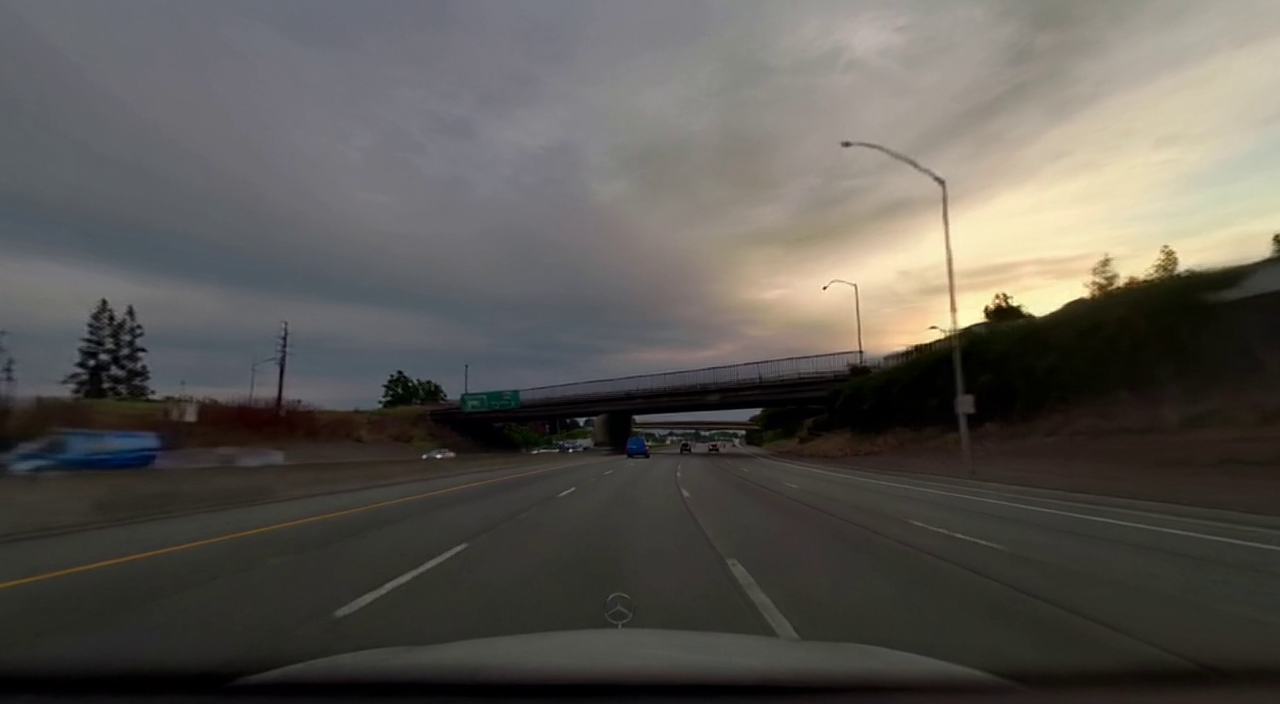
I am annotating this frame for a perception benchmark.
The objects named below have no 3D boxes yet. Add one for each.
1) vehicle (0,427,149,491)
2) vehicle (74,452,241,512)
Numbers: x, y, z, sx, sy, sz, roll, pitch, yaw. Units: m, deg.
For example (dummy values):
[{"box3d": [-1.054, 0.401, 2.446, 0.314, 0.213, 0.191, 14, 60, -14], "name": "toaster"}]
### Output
[{"box3d": [-25.511, 4.711, 28.080, 2.510, 2.525, 5.441, -1, -9, 7], "name": "vehicle"}, {"box3d": [-13.016, 3.486, 17.350, 1.692, 1.409, 3.525, 0, -9, 2], "name": "vehicle"}]
